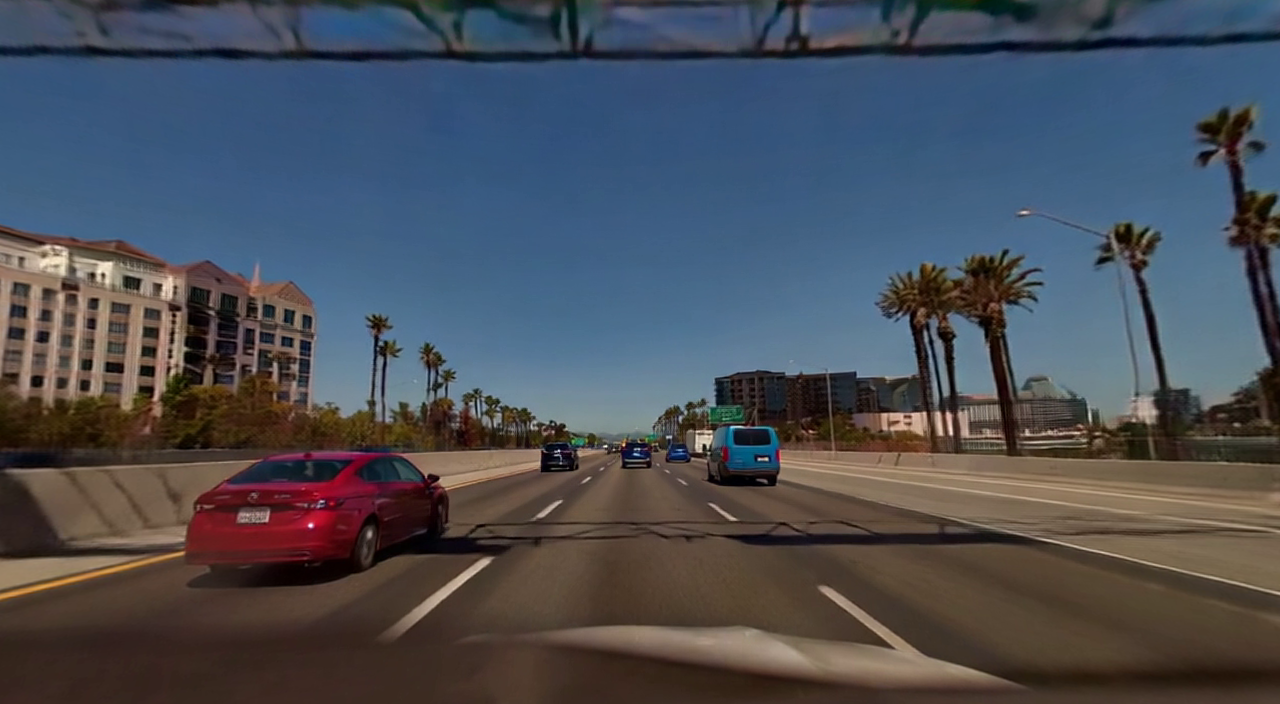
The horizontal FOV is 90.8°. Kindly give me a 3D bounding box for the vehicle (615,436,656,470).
[{"bbox_3d":[-0.273,5.693,35.598,2.212,1.786,4.198,0,-9,-1],"label":"vehicle"}]

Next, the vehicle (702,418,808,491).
[{"bbox_3d":[3.557,3.346,20.862,2.250,2.074,5.723,0,-9,-2],"label":"vehicle"}]

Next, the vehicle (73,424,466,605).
[{"bbox_3d":[-3.656,1.674,7.448,1.991,1.469,4.381,0,-9,0],"label":"vehicle"}]

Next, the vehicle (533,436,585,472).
[{"bbox_3d":[-4.212,5.390,33.497,2.109,1.793,4.613,0,-9,0],"label":"vehicle"}]
